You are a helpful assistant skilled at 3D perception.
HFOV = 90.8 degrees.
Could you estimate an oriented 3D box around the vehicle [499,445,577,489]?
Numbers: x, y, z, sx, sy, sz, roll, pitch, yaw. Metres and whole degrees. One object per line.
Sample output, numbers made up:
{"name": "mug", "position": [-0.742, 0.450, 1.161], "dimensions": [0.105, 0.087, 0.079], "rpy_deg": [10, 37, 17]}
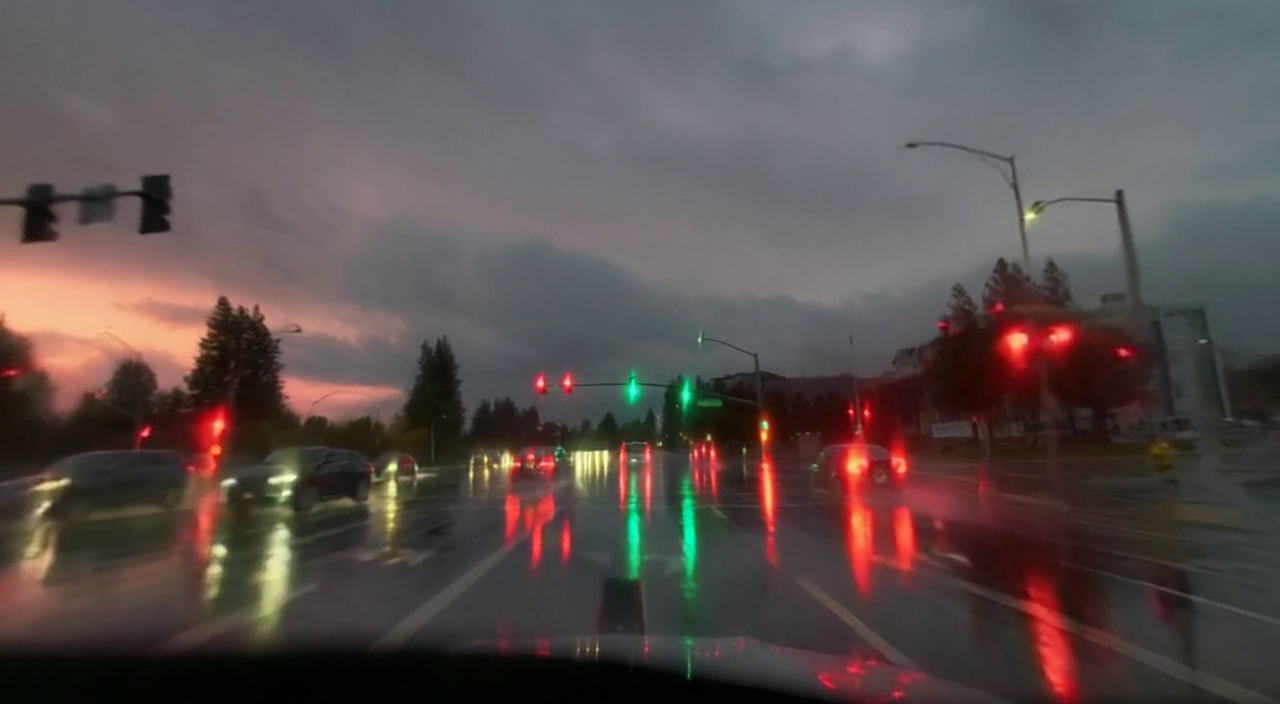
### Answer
{"name": "vehicle", "position": [-3.732, 4.279, 23.953], "dimensions": [2.163, 1.474, 4.413], "rpy_deg": [0, -8, 1]}

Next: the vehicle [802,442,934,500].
{"name": "vehicle", "position": [6.411, 3.367, 18.414], "dimensions": [2.028, 1.451, 4.625], "rpy_deg": [0, -8, -1]}

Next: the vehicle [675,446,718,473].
{"name": "vehicle", "position": [3.252, 6.243, 36.988], "dimensions": [2.014, 1.430, 4.103], "rpy_deg": [0, -8, -2]}

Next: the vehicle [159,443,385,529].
{"name": "vehicle", "position": [-7.404, 2.696, 13.433], "dimensions": [2.013, 1.488, 4.596], "rpy_deg": [0, -8, 0]}

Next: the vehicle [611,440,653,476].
{"name": "vehicle", "position": [-0.383, 5.349, 32.149], "dimensions": [2.008, 1.716, 4.125], "rpy_deg": [0, -8, 0]}

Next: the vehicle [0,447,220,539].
{"name": "vehicle", "position": [-10.947, 2.661, 12.633], "dimensions": [2.047, 1.479, 4.228], "rpy_deg": [0, -8, 2]}

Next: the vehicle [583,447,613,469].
{"name": "vehicle", "position": [-3.117, 7.938, 47.499], "dimensions": [2.002, 1.502, 4.057], "rpy_deg": [0, -8, -1]}
